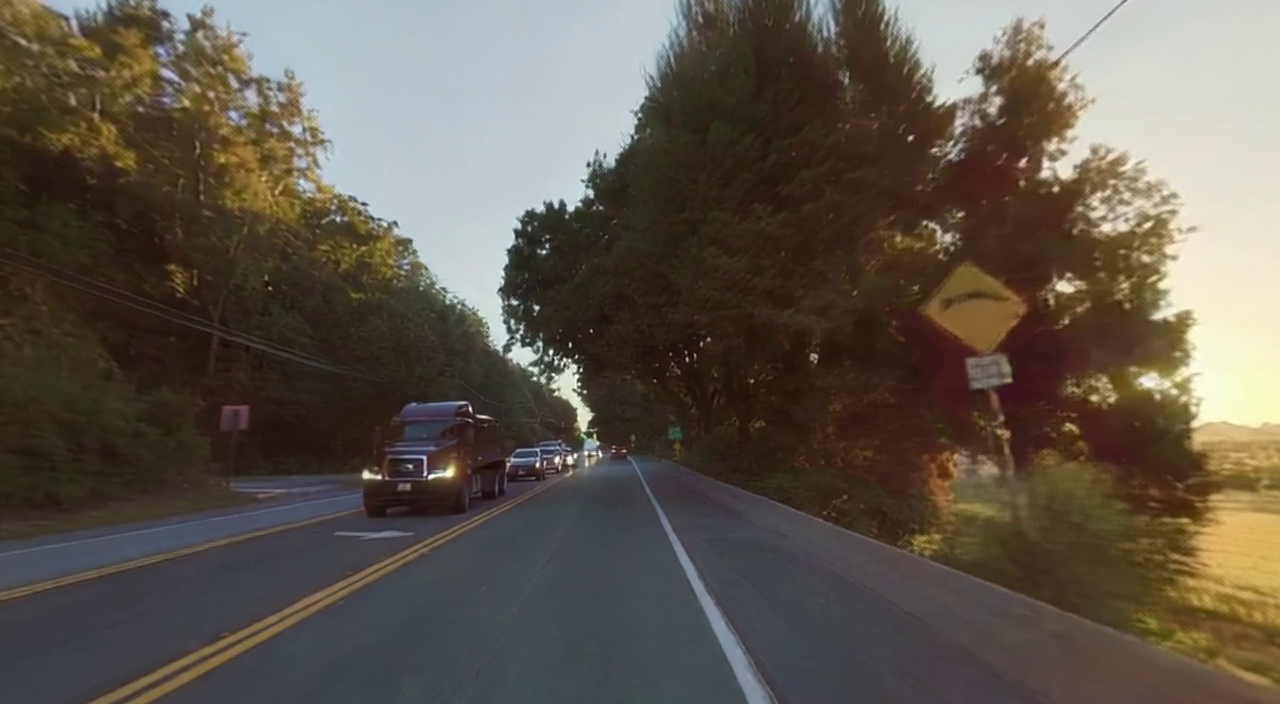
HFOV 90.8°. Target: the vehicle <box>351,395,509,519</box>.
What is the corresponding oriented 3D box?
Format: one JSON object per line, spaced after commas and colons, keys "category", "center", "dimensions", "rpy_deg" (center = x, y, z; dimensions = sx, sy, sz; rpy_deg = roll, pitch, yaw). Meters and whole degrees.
{"category": "vehicle", "center": [-4.680, 2.413, 14.899], "dimensions": [2.380, 2.488, 4.028], "rpy_deg": [0, -8, -1]}
